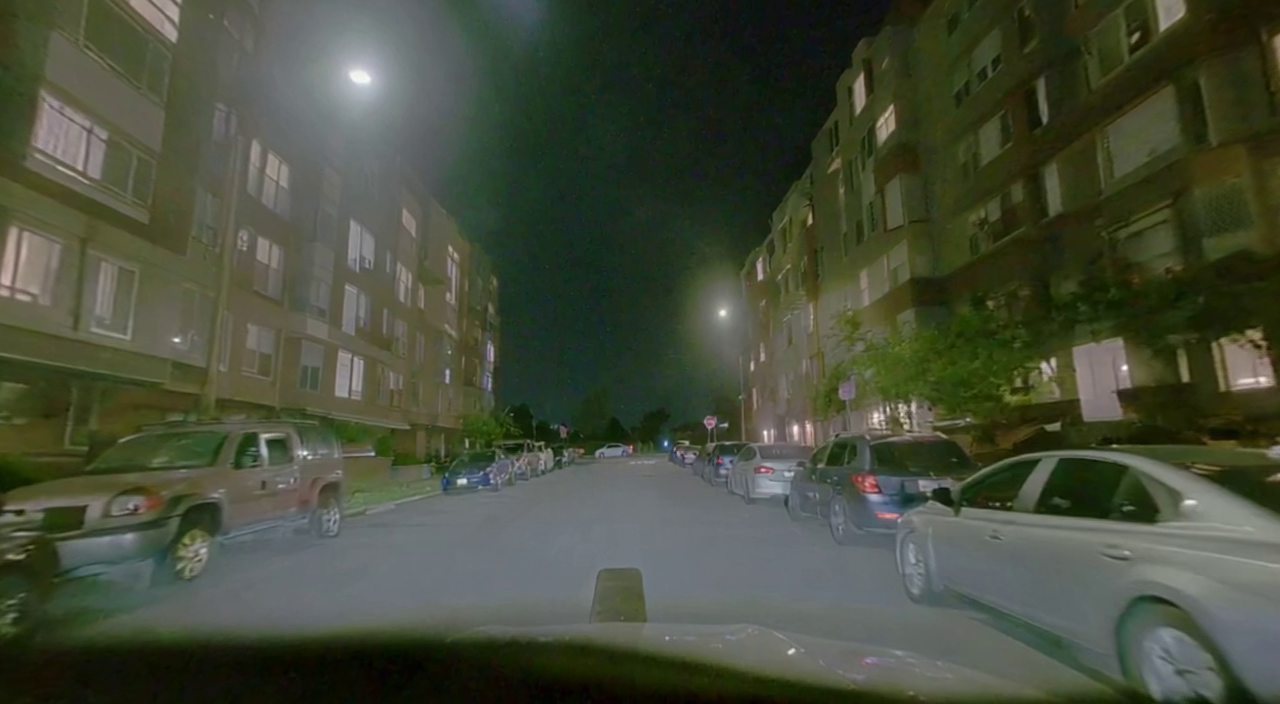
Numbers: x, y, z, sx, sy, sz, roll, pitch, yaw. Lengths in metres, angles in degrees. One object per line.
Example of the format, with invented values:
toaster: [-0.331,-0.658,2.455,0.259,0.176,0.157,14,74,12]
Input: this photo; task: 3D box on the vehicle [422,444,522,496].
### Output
vehicle: [-5.447,3.874,21.272,2.119,1.500,4.953,0,-8,-1]

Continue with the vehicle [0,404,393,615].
vehicle: [-5.432,1.782,8.316,2.244,1.849,5.306,0,-8,-1]

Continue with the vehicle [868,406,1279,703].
vehicle: [3.389,1.174,3.848,2.020,1.499,4.579,1,-8,-4]
